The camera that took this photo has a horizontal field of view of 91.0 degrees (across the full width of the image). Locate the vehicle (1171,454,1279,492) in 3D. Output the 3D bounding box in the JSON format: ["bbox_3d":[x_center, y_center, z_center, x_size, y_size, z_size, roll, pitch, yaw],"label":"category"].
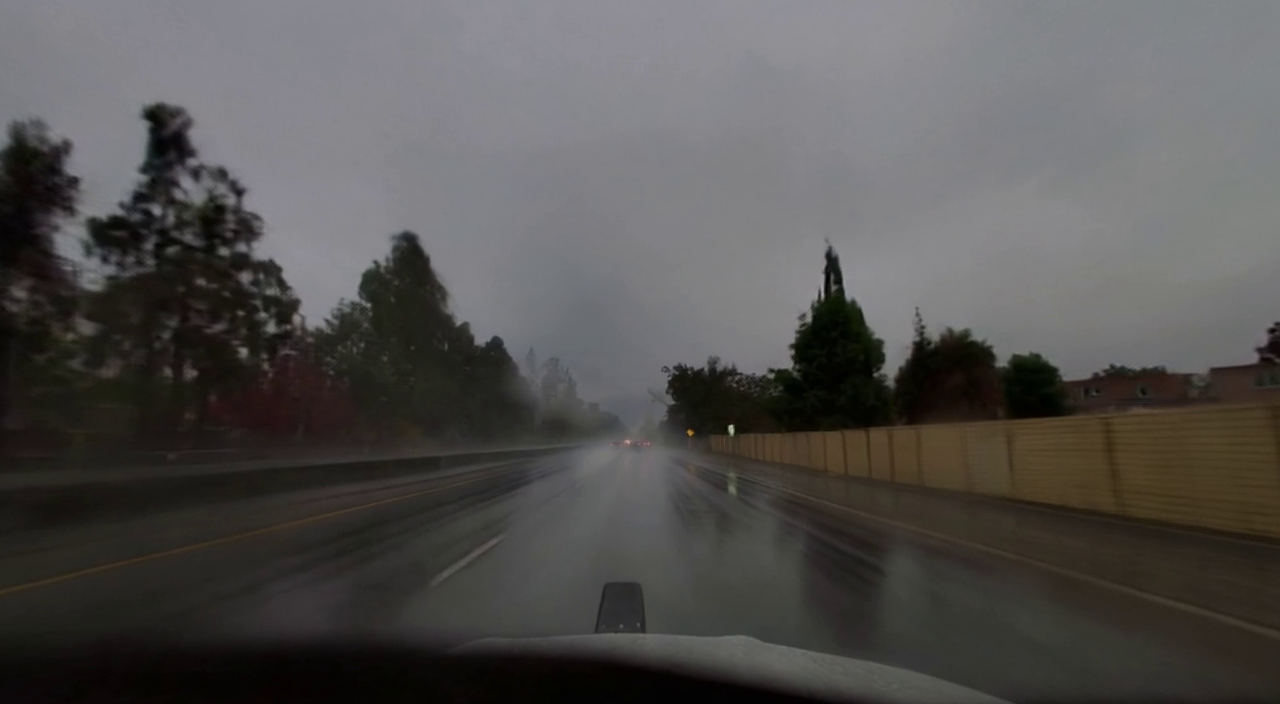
[{"bbox_3d":[31.475,6.250,32.985,2.121,1.755,5.377,0,-9,-8],"label":"vehicle"}]
